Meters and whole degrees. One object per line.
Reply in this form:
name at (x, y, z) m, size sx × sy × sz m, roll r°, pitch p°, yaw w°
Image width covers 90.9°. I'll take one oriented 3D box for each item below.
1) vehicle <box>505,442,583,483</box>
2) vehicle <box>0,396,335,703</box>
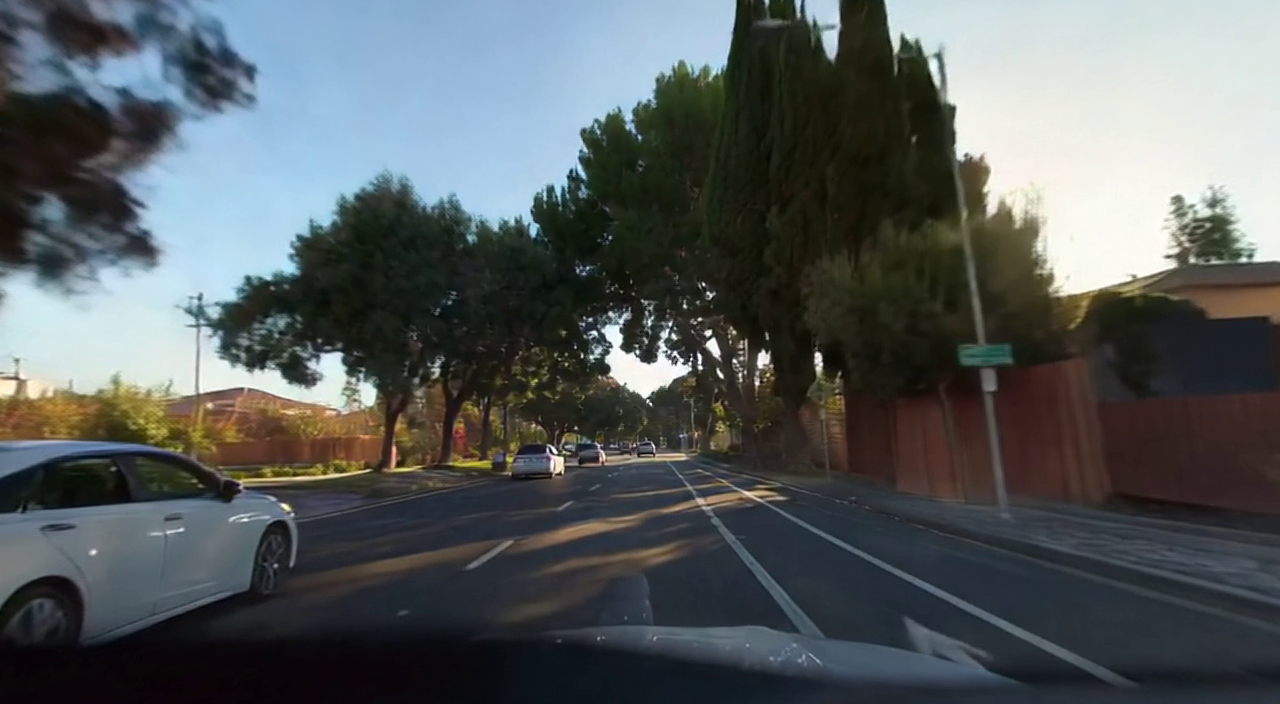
vehicle at (-3.704, 4.355, 25.245) m, size 2.188 × 1.473 × 4.651 m, roll 0°, pitch -8°, yaw 2°
vehicle at (-4.104, 1.084, 3.594) m, size 2.190 × 1.545 × 4.943 m, roll 0°, pitch -8°, yaw 1°
